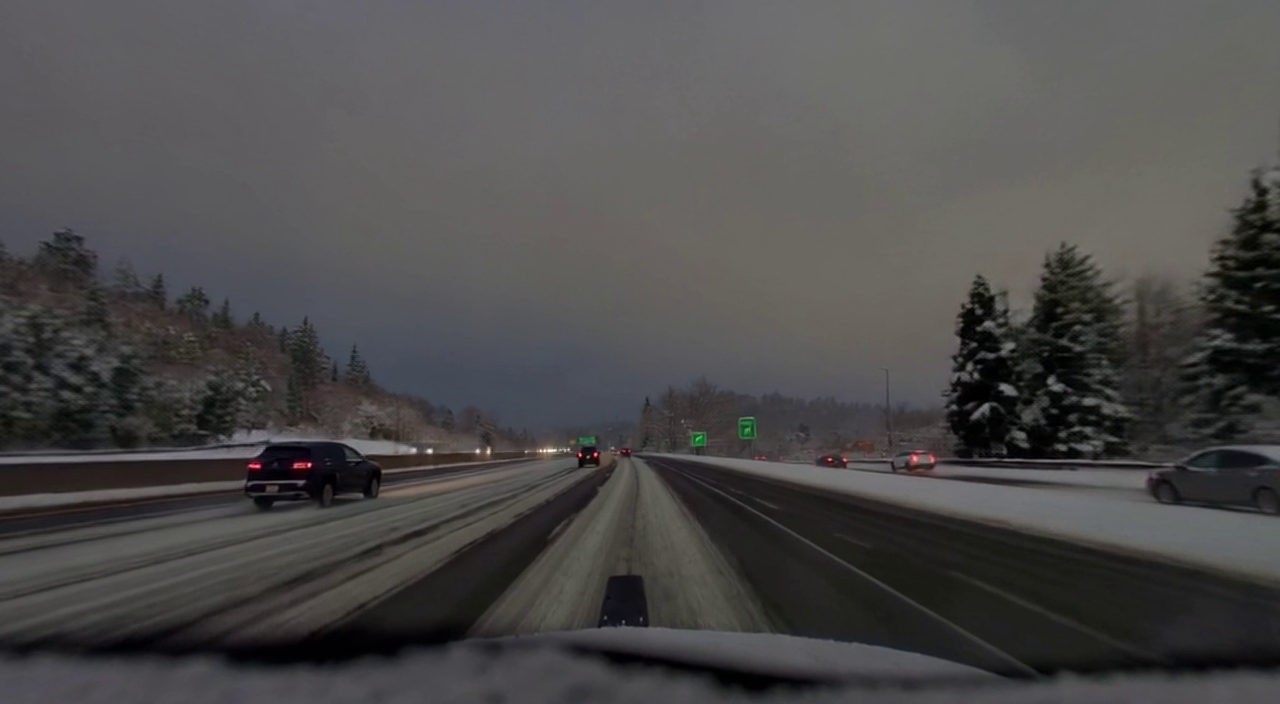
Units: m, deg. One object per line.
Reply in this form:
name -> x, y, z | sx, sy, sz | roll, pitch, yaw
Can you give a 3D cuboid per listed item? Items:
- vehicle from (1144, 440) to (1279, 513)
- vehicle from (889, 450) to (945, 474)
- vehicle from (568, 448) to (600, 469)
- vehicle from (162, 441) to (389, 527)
vehicle -> 14.777, 2.851, 14.789 | 2.201, 1.535, 4.735 | -1, -9, 4
vehicle -> 18.356, 7.266, 42.022 | 1.950, 1.462, 4.391 | -1, -9, 3
vehicle -> -4.020, 7.711, 45.962 | 1.936, 1.465, 4.060 | 0, -9, 0
vehicle -> -7.313, 2.662, 13.396 | 2.038, 1.463, 4.656 | 0, -9, 0
